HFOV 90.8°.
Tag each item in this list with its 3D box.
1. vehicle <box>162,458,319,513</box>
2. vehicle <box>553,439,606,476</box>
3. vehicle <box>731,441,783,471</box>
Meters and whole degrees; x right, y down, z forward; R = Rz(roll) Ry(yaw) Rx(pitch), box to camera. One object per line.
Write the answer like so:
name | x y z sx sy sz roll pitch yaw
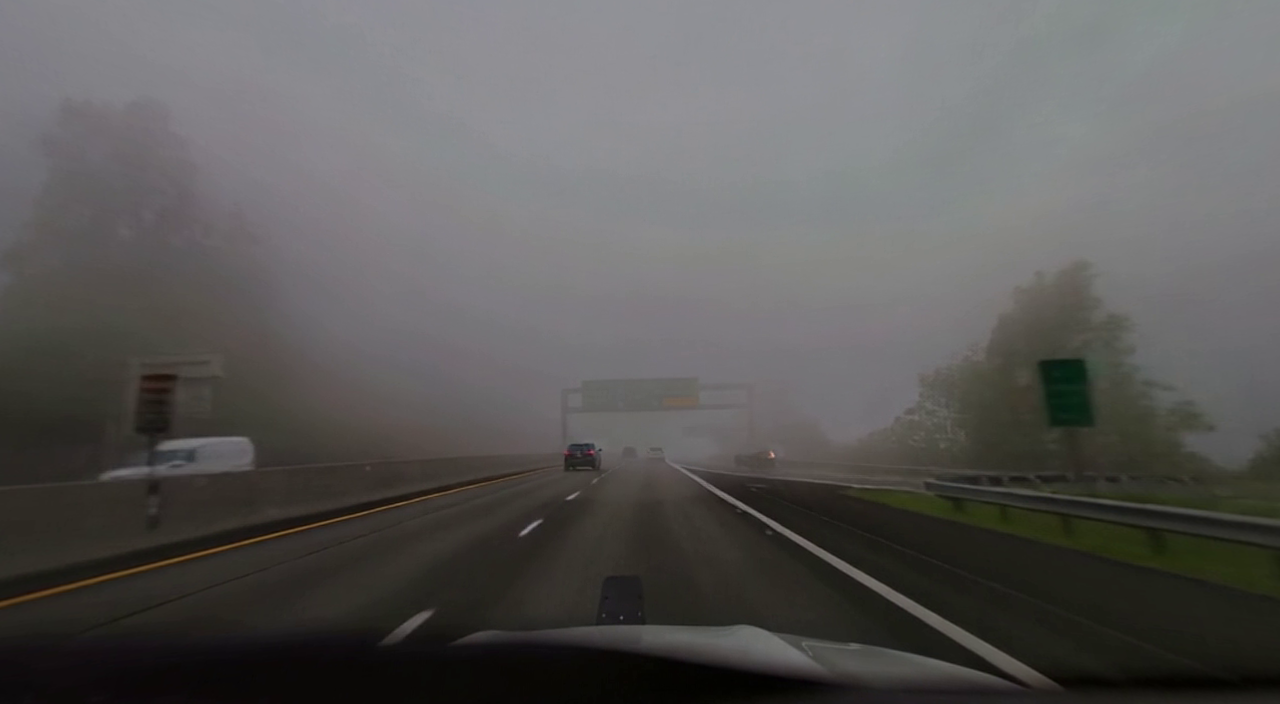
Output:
vehicle | -11.914 3.982 19.245 1.906 1.402 4.289 0 -9 1
vehicle | -2.807 5.031 30.250 2.037 1.638 4.274 0 -9 1
vehicle | 6.942 6.217 37.901 2.021 1.639 4.203 1 -9 -5
